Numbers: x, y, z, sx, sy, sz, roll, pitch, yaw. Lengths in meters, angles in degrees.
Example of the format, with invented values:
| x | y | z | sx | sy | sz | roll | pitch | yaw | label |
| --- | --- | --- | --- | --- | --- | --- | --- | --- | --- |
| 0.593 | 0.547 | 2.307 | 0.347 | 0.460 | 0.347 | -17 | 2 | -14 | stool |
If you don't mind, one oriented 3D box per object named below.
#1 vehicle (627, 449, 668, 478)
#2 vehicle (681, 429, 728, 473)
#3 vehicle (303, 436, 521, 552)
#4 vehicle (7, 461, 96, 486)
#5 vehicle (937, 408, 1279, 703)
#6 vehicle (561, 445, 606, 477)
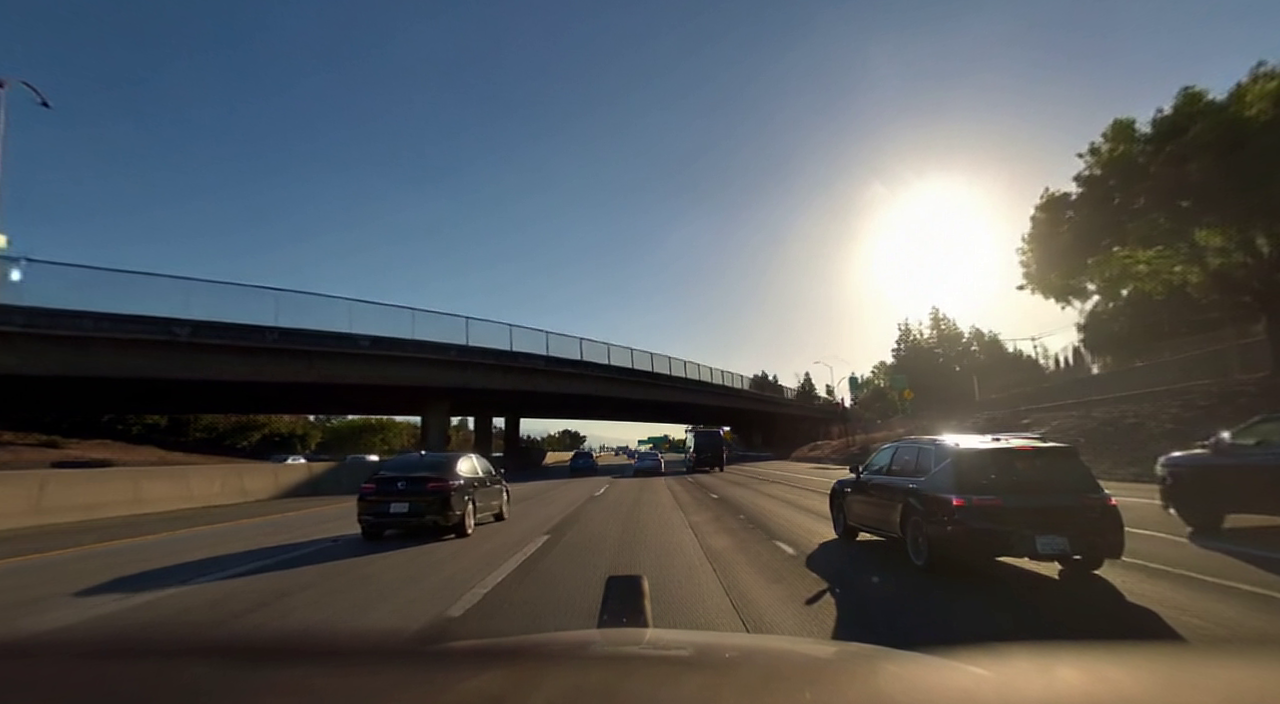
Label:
| x | y | z | sx | sy | sz | roll | pitch | yaw | label |
| --- | --- | --- | --- | --- | --- | --- | --- | --- | --- |
| 0.399 | 6.152 | 35.021 | 2.174 | 1.467 | 4.005 | 0 | -8 | 0 | vehicle |
| 4.243 | 6.666 | 42.659 | 2.436 | 2.745 | 6.607 | 0 | -8 | 0 | vehicle |
| -3.521 | 2.254 | 10.709 | 2.137 | 1.562 | 3.926 | -1 | -8 | 2 | vehicle |
| -40.699 | 8.417 | 43.802 | 1.705 | 1.481 | 4.599 | 0 | -8 | 1 | vehicle |
| 4.179 | 1.237 | 4.311 | 2.085 | 1.558 | 4.466 | 0 | -8 | 0 | vehicle |
| -3.249 | 6.374 | 37.146 | 2.078 | 1.706 | 4.298 | -1 | -8 | 2 | vehicle |
